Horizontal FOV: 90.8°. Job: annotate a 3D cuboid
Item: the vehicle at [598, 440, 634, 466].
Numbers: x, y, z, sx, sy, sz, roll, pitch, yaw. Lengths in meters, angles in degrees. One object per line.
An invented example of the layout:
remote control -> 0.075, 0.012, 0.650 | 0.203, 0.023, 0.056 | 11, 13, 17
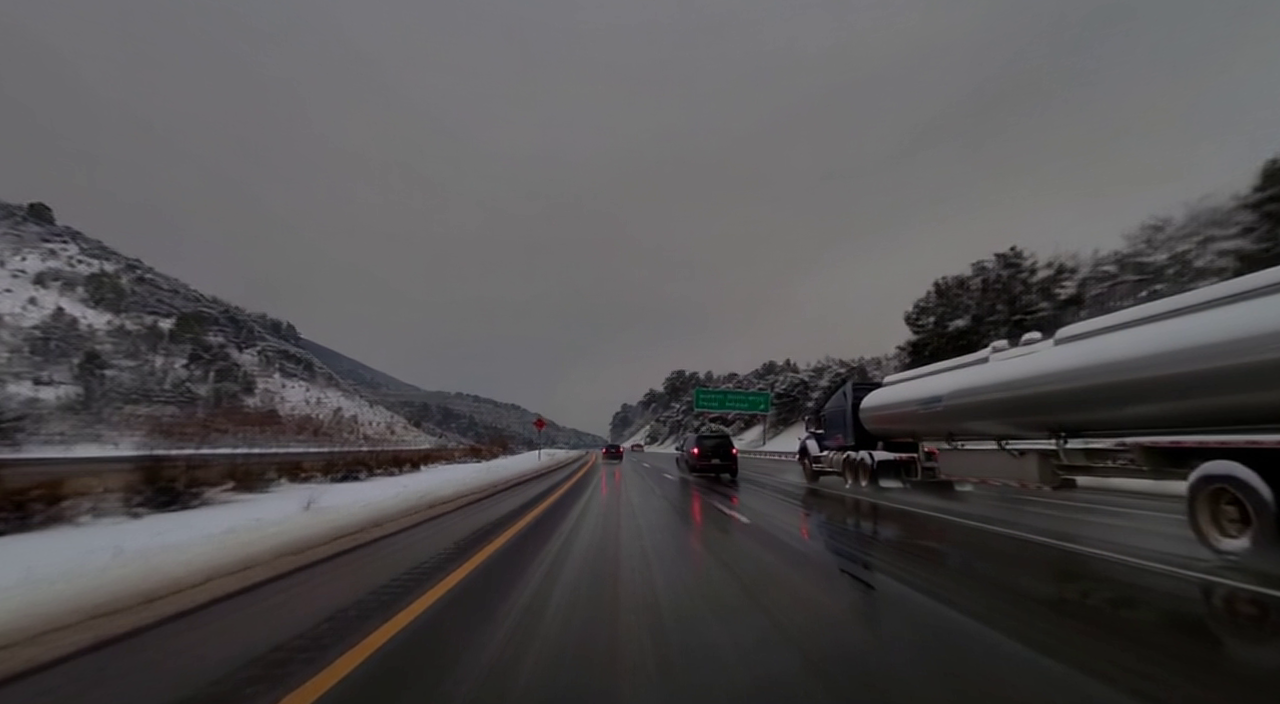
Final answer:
vehicle -> -1.486, 6.051, 37.908 | 2.083, 1.477, 3.965 | 0, -8, -4

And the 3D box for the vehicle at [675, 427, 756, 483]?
vehicle -> 2.576, 3.668, 22.730 | 2.098, 1.794, 4.561 | 0, -8, -3

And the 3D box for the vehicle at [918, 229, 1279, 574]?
vehicle -> 7.402, 0.821, 8.365 | 2.805, 3.212, 9.978 | 0, -8, -1
